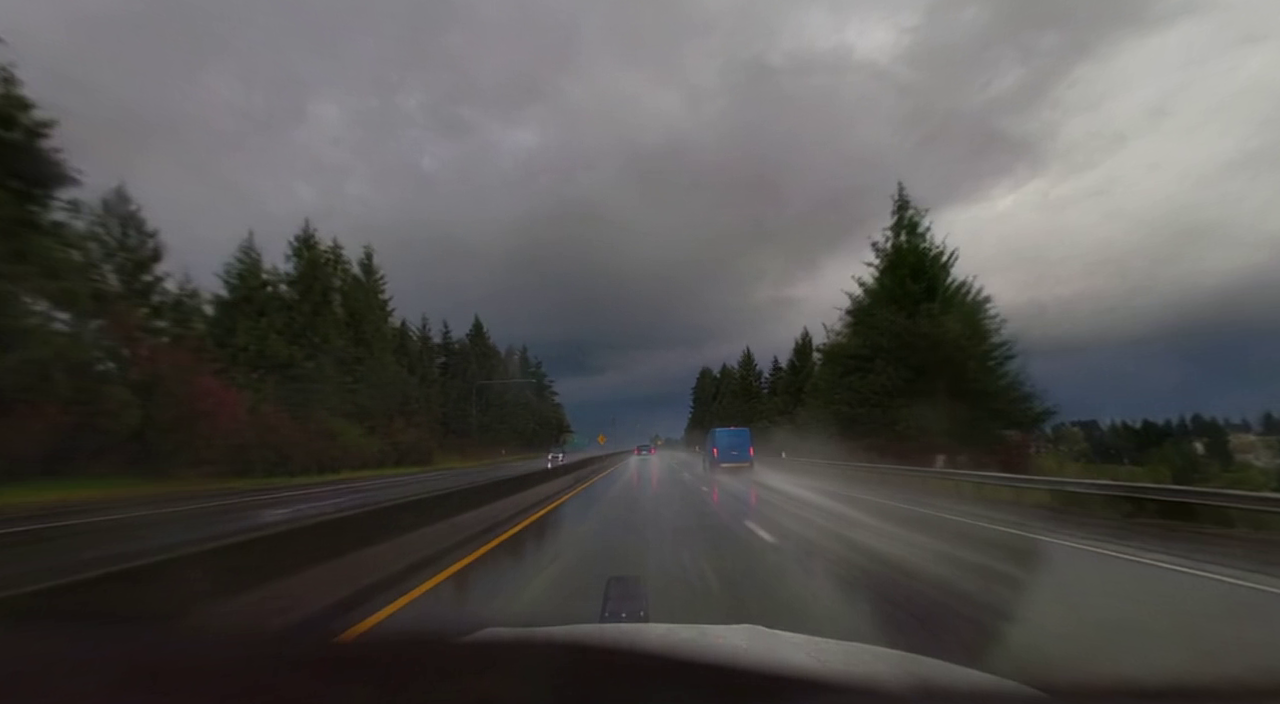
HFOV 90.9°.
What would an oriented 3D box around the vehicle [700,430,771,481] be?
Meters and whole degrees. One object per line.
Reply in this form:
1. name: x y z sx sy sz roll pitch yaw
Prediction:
1. vehicle: 4.194 4.647 28.446 2.371 2.045 4.768 0 -9 -1
